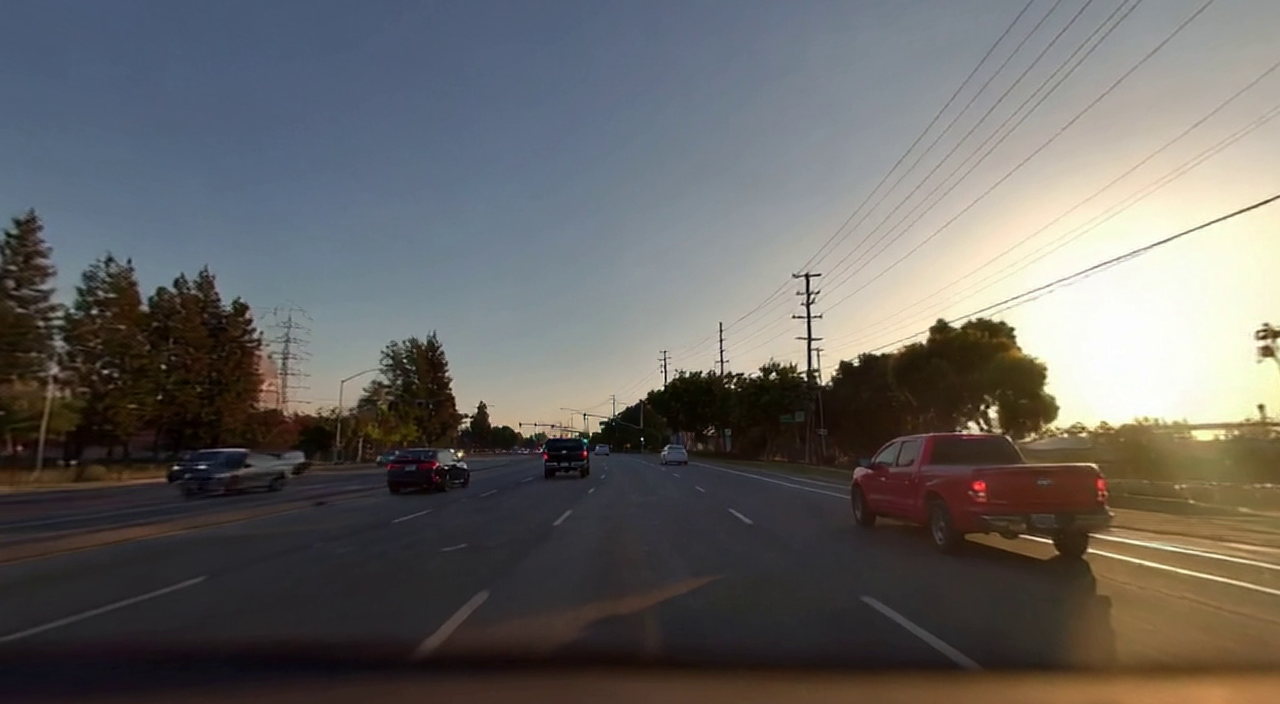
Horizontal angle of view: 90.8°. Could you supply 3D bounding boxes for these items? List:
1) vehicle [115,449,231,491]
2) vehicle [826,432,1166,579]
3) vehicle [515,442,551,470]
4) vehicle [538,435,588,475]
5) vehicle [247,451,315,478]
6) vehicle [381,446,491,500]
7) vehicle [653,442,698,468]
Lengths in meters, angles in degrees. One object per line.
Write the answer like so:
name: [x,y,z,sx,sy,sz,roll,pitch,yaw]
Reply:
vehicle: [-21.073,5.308,28.759,2.035,1.706,4.197,0,-9,0]
vehicle: [4.220,1.864,8.606,1.840,1.428,4.602,0,-9,-2]
vehicle: [-8.107,8.004,48.437,2.169,1.865,4.739,4,-11,-4]
vehicle: [-4.174,5.743,35.456,2.467,1.991,6.089,0,-9,-4]
vehicle: [-24.298,7.626,43.017,1.915,1.689,4.640,0,-9,-1]
vehicle: [-6.408,3.827,20.487,2.035,1.497,4.723,0,-9,-1]
vehicle: [2.056,6.167,37.877,2.071,1.435,4.226,1,-9,-5]
